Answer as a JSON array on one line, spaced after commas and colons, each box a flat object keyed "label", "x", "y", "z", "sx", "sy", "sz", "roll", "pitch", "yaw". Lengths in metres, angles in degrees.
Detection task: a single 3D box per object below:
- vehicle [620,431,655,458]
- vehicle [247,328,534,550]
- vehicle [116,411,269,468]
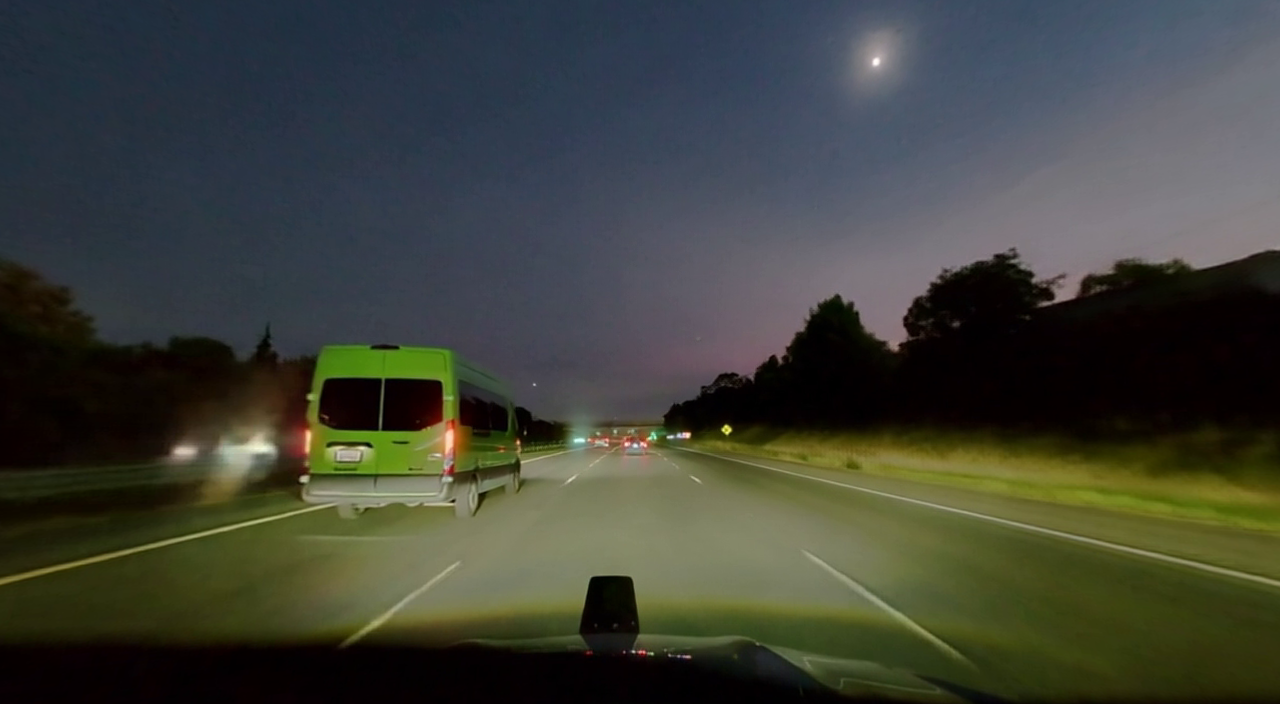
[{"label": "vehicle", "x": -0.180, "y": 5.862, "z": 40.125, "sx": 2.104, "sy": 1.646, "sz": 4.176, "roll": 0, "pitch": -8, "yaw": -1}, {"label": "vehicle", "x": -3.365, "y": 1.386, "z": 10.287, "sx": 2.424, "sy": 2.577, "sz": 5.828, "roll": 0, "pitch": -8, "yaw": -2}, {"label": "vehicle", "x": -12.916, "y": 2.556, "z": 18.496, "sx": 1.740, "sy": 1.494, "sz": 3.766, "roll": 0, "pitch": -8, "yaw": -1}]
